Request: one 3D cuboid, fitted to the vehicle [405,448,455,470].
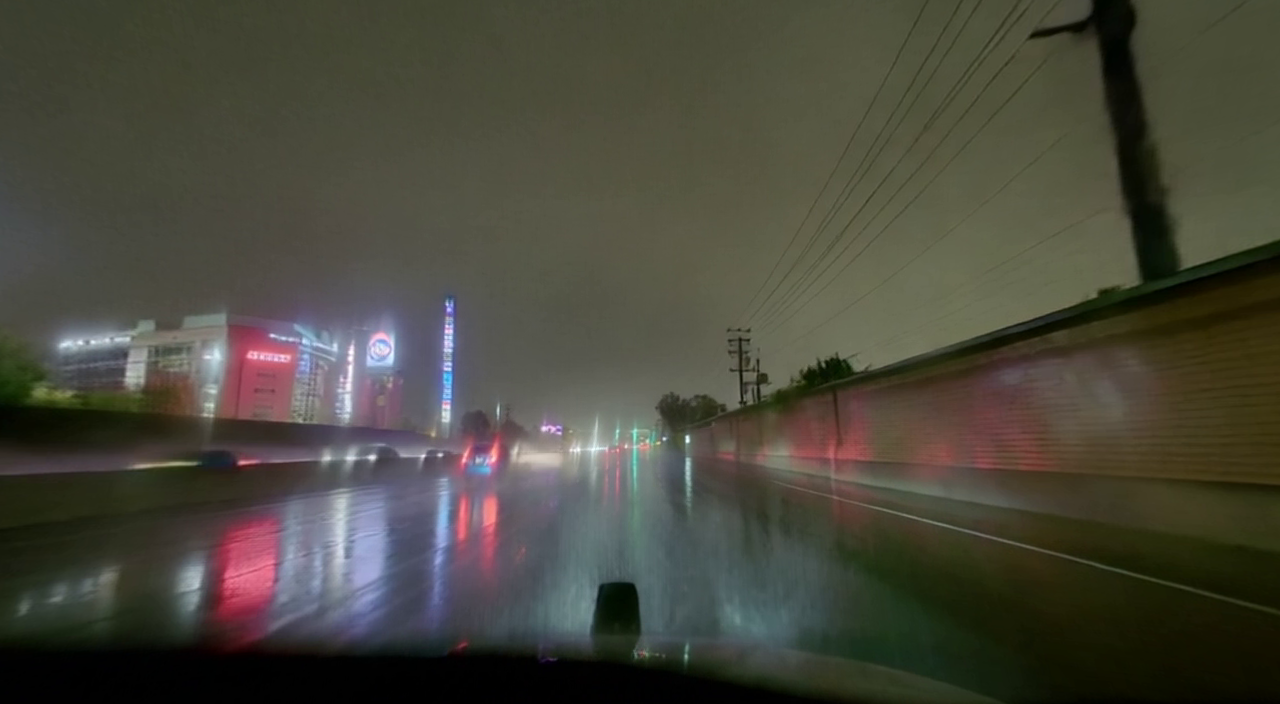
[{"bbox_3d":[-14.874,7.580,45.063,1.886,1.455,4.584,0,-8,1],"label":"vehicle"}]

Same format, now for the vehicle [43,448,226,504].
[{"bbox_3d":[-14.939,3.642,19.067,1.820,1.451,4.431,0,-8,0],"label":"vehicle"}]

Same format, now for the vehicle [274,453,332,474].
[{"bbox_3d":[-25.637,8.453,48.210,1.811,1.450,4.598,0,-8,1],"label":"vehicle"}]

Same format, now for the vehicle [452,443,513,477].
[{"bbox_3d":[-7.850,5.403,31.869,2.013,1.574,3.923,0,-8,0],"label":"vehicle"}]

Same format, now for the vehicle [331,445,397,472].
[{"bbox_3d":[-18.679,7.186,43.017,2.027,1.716,5.336,0,-8,0],"label":"vehicle"}]
